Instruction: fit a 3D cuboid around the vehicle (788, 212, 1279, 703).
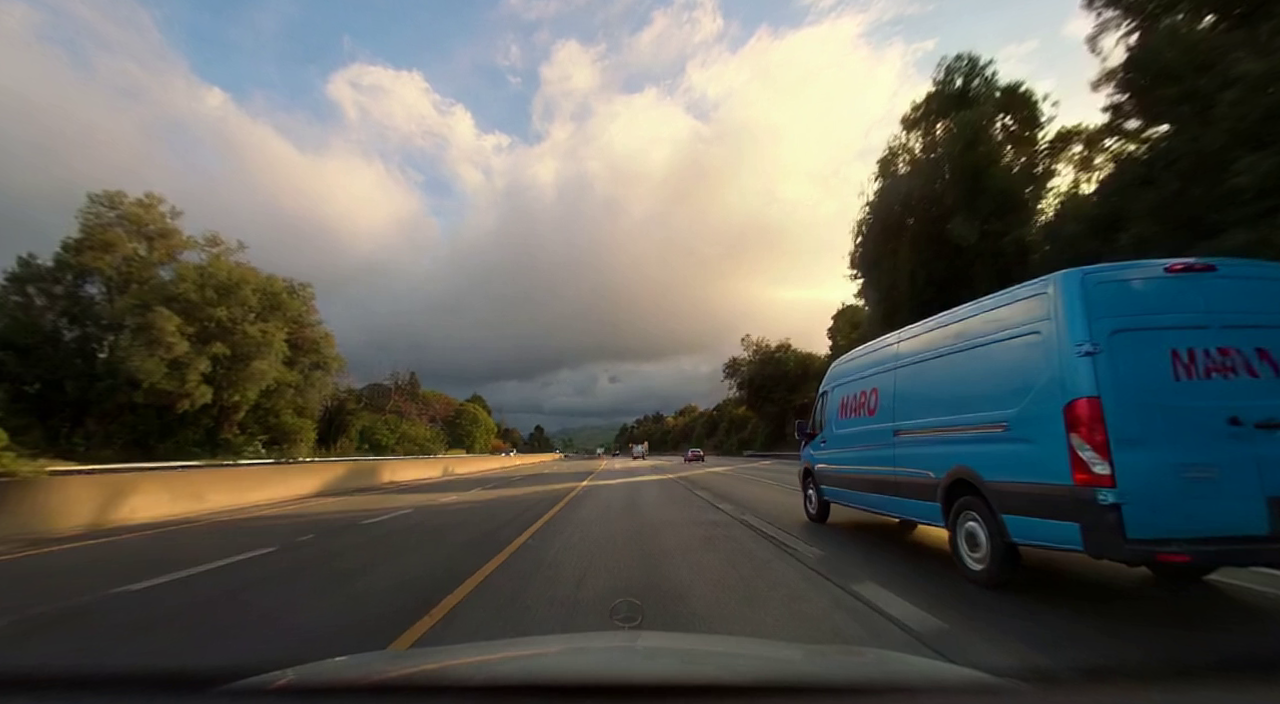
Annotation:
[{"bbox_3d":[3.804,1.086,7.002,2.355,2.664,7.367,0,-9,-1],"label":"vehicle"}]
